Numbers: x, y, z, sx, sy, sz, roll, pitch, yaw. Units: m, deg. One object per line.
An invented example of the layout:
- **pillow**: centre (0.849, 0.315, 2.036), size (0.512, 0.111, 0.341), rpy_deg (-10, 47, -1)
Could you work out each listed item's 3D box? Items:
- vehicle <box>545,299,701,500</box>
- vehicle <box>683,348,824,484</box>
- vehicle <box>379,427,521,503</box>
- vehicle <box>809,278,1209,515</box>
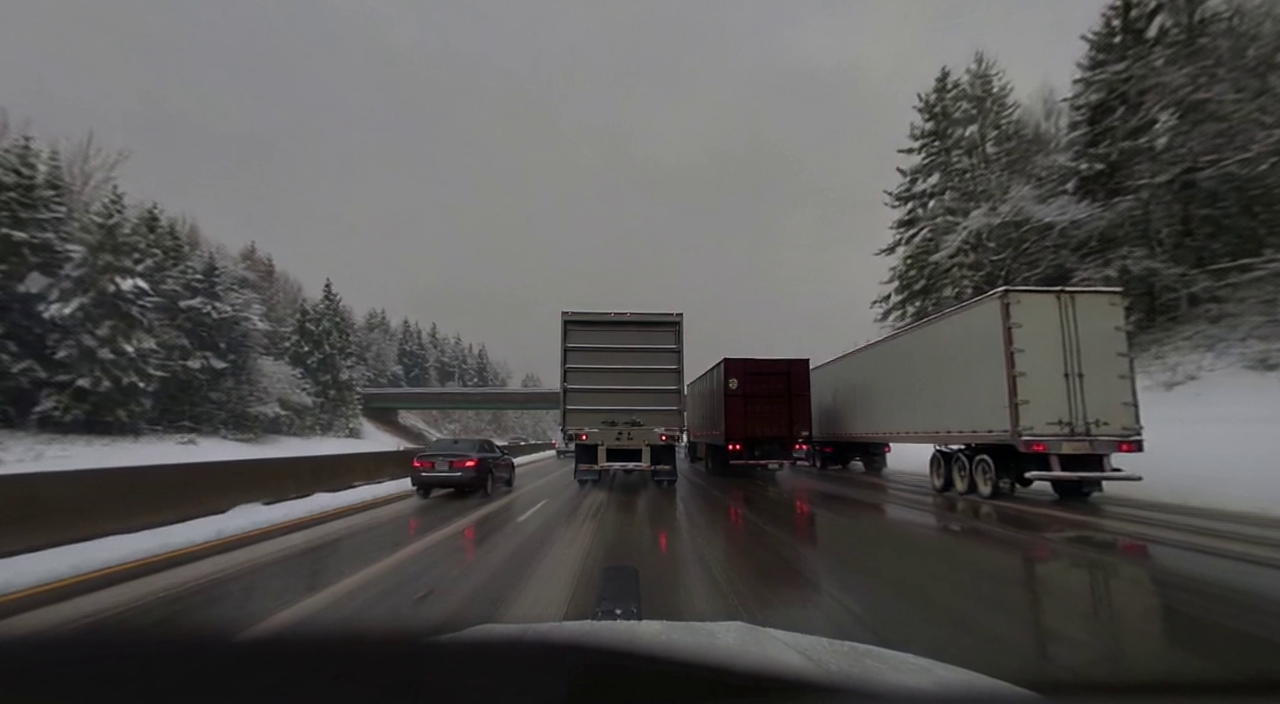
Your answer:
- **vehicle**: centre (-0.497, 1.639, 18.074), size (3.090, 4.065, 10.702), rpy_deg (0, -8, -2)
- **vehicle**: centre (3.644, 2.589, 23.888), size (2.817, 3.886, 11.491), rpy_deg (0, -8, -2)
- **vehicle**: centre (-4.097, 2.482, 14.328), size (2.049, 1.483, 3.786), rpy_deg (0, -8, 0)
- **vehicle**: centre (8.052, 1.590, 17.388), size (3.000, 4.114, 13.063), rpy_deg (0, -8, -1)
